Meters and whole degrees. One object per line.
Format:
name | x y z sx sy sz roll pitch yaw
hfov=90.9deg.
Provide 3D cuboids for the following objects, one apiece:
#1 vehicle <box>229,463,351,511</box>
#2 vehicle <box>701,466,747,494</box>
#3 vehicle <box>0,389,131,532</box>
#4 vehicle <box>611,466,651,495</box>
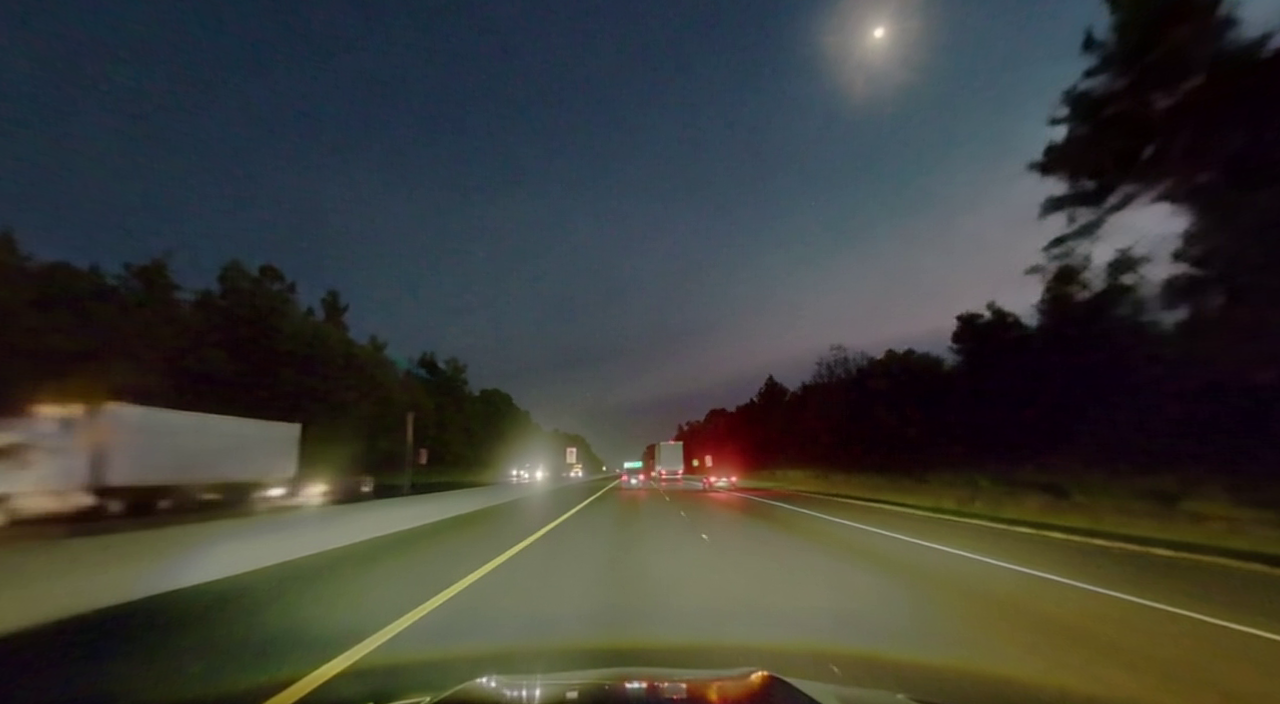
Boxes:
vehicle | -12.518 4.832 22.934 1.889 1.535 4.380 0 -10 0
vehicle | 4.739 7.325 36.157 1.897 1.476 4.334 1 -10 -2
vehicle | -19.763 3.358 19.416 2.911 4.025 5.844 0 -10 0
vehicle | -0.479 6.870 33.872 2.010 1.436 3.973 0 -10 -1
